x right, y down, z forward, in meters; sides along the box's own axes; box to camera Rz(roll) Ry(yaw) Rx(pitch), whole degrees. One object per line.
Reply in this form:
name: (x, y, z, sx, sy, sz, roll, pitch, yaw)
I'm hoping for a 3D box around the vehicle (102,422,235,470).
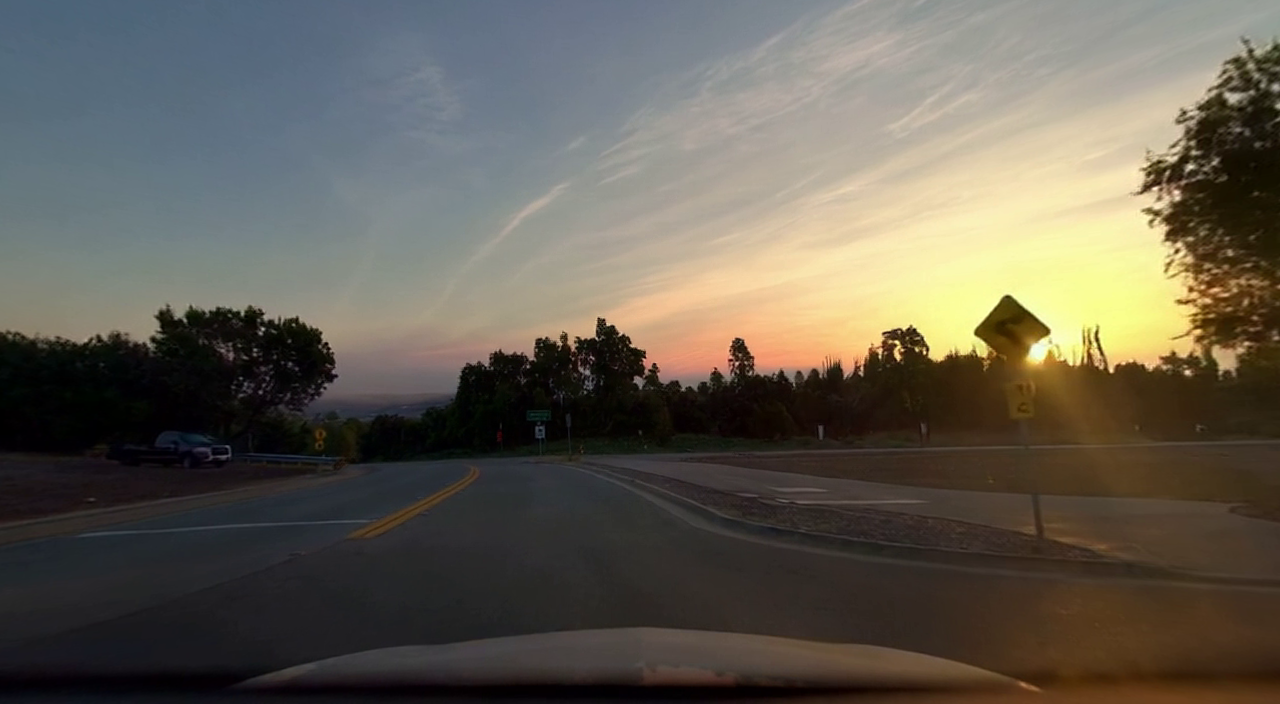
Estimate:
vehicle: (-21.001, 4.195, 28.128, 4.699, 1.996, 2.116, -2, -9, 15)
